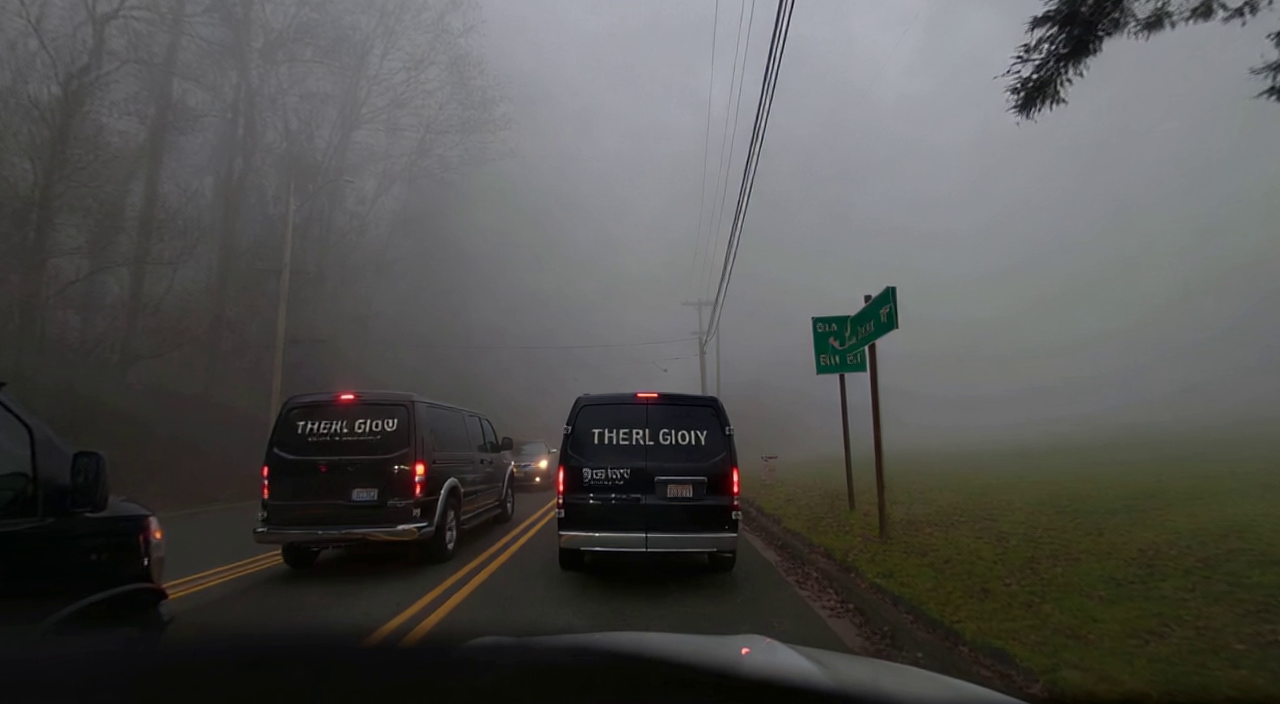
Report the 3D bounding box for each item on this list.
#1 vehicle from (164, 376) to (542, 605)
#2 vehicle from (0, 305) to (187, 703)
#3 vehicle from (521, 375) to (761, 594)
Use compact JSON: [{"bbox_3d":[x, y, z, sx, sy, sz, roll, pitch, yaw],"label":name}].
[{"bbox_3d":[-2.745,1.480,7.618,2.109,1.851,4.749,-1,-8,3],"label":"vehicle"},{"bbox_3d":[-3.165,0.502,0.247,2.160,1.796,4.997,0,-8,1],"label":"vehicle"},{"bbox_3d":[0.112,1.468,7.693,2.117,1.911,4.095,-1,-8,3],"label":"vehicle"}]
